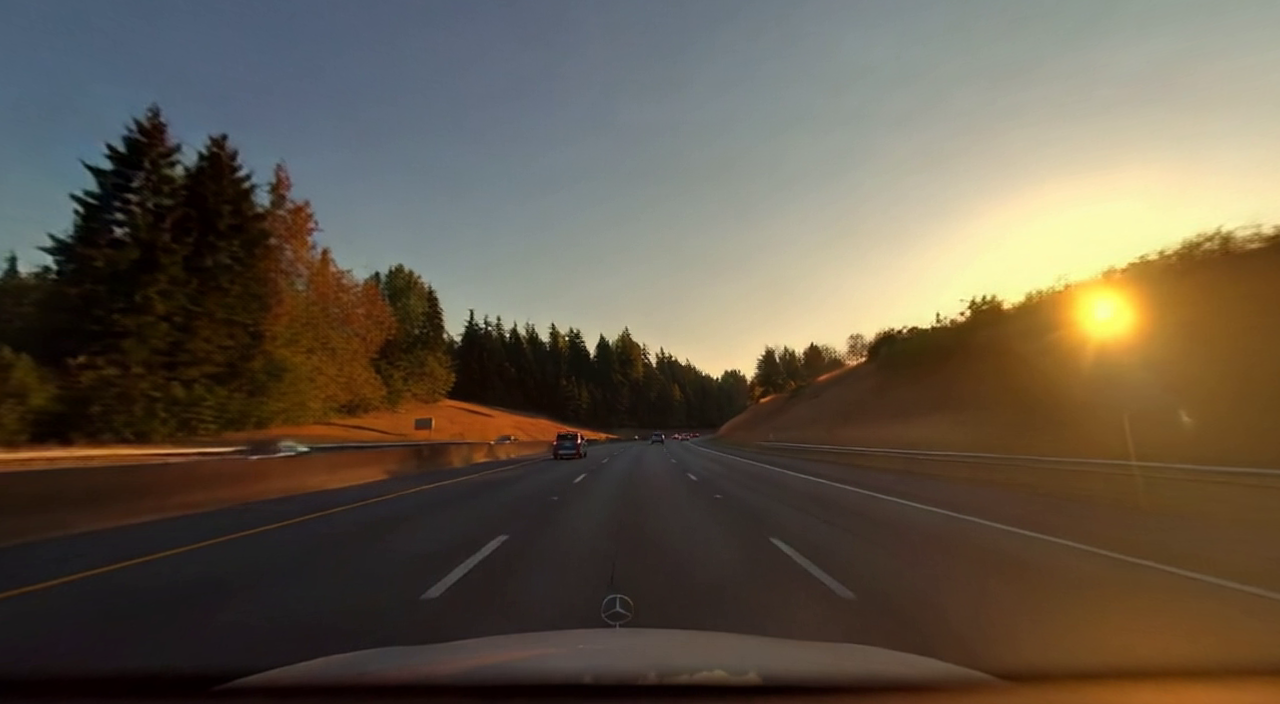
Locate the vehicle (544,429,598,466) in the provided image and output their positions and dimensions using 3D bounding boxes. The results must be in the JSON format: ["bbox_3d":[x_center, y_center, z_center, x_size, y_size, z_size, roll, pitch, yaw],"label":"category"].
[{"bbox_3d":[-3.273,4.628,30.664,2.084,1.654,4.080,0,-8,1],"label":"vehicle"}]

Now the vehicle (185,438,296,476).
[{"bbox_3d":[-17.117,4.494,27.336,1.901,1.482,4.538,0,-8,-1],"label":"vehicle"}]
